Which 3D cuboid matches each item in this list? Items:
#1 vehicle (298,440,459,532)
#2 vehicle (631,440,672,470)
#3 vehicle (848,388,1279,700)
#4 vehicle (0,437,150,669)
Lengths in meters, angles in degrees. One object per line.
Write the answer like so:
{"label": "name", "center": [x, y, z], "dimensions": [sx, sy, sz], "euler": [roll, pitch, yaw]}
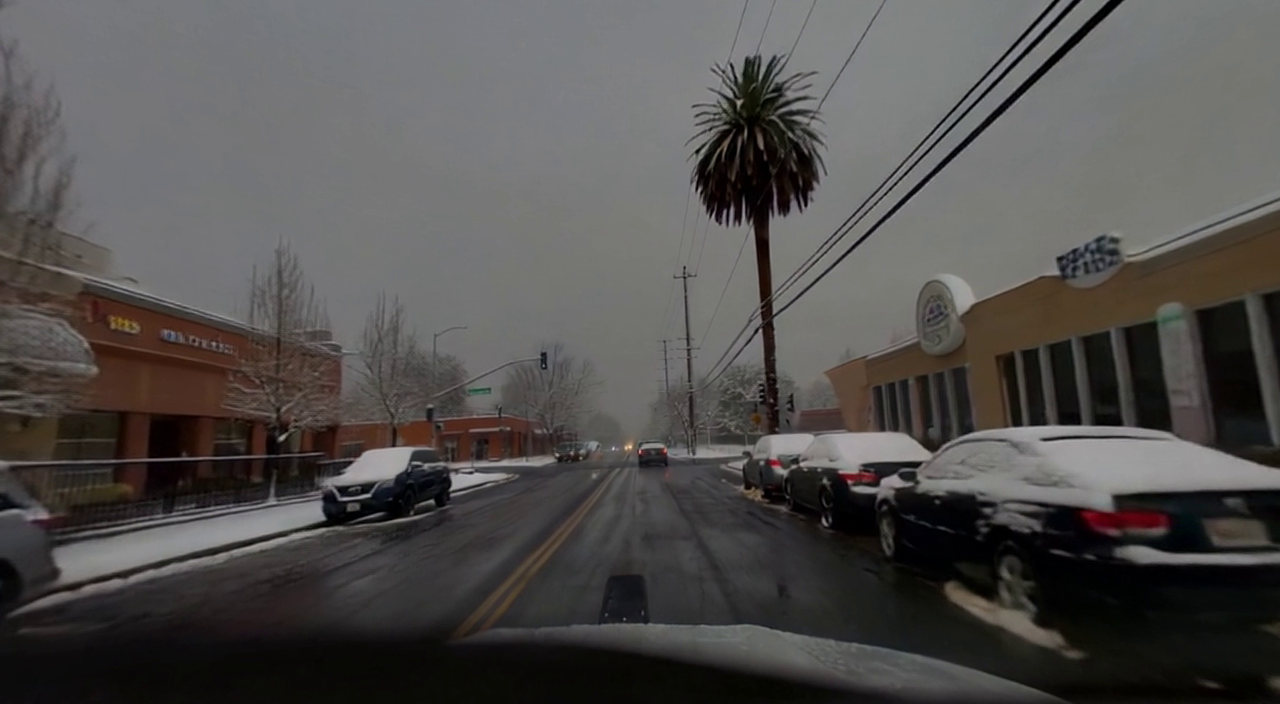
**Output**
{"label": "vehicle", "center": [-6.164, 3.185, 15.680], "dimensions": [2.126, 1.864, 4.831], "euler": [0, -9, -3]}
{"label": "vehicle", "center": [0.571, 5.674, 34.972], "dimensions": [2.125, 1.524, 4.404], "euler": [-1, -9, -1]}
{"label": "vehicle", "center": [3.617, 1.360, 5.760], "dimensions": [1.948, 1.607, 4.873], "euler": [-1, -9, 3]}
{"label": "vehicle", "center": [-6.262, 1.469, 3.957], "dimensions": [2.007, 1.876, 5.361], "euler": [-1, -9, 0]}
